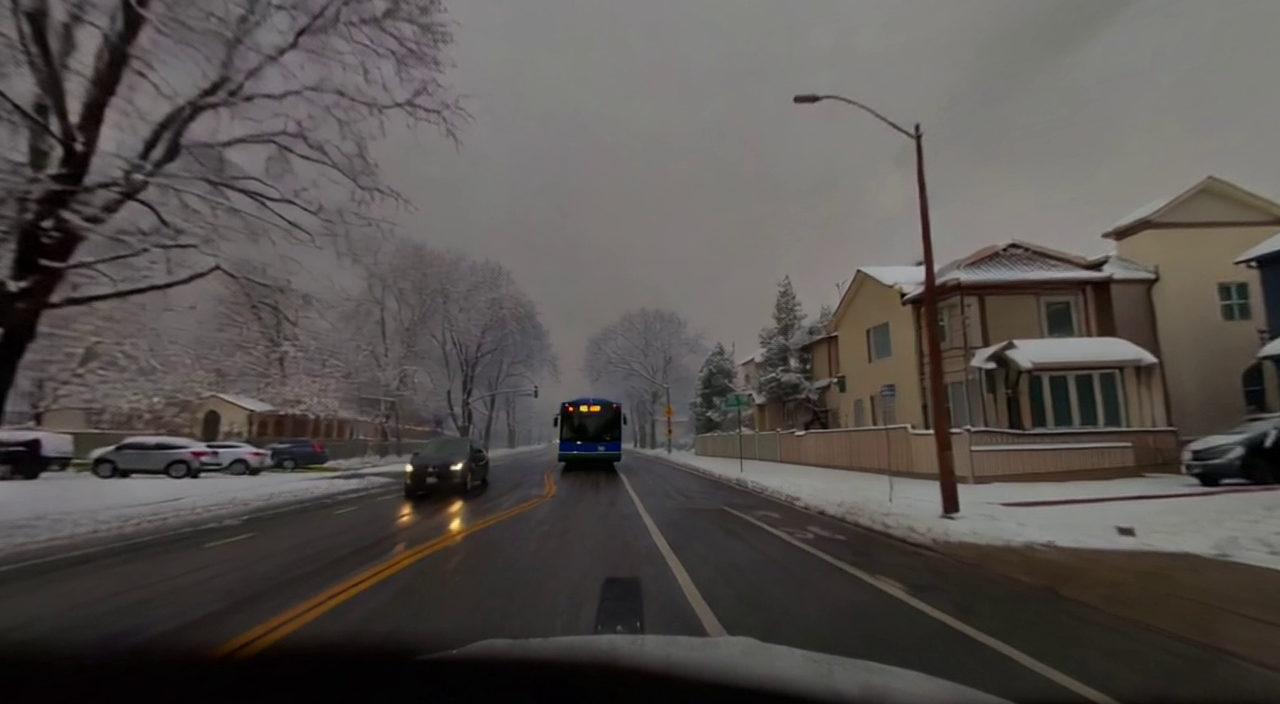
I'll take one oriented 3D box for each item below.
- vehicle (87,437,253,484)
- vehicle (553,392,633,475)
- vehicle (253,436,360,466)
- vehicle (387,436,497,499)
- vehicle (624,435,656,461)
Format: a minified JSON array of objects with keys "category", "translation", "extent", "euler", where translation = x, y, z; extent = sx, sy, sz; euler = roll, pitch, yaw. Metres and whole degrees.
[{"category":"vehicle","translation":[-17.056,3.944,23.116],"extent":[4.481,1.591,1.807],"euler":[0,-8,-4]},{"category":"vehicle","translation":[-2.091,4.204,32.073],"extent":[3.031,3.200,13.052],"euler":[3,-8,-1]},{"category":"vehicle","translation":[-18.283,5.432,34.849],"extent":[4.778,1.565,1.919],"euler":[0,-8,-3]},{"category":"vehicle","translation":[-5.335,3.144,17.631],"extent":[1.925,1.489,4.235],"euler":[0,-8,-4]},{"category":"vehicle","translation":[-0.064,6.999,46.200],"extent":[2.097,1.675,3.905],"euler":[3,-8,-2]}]
